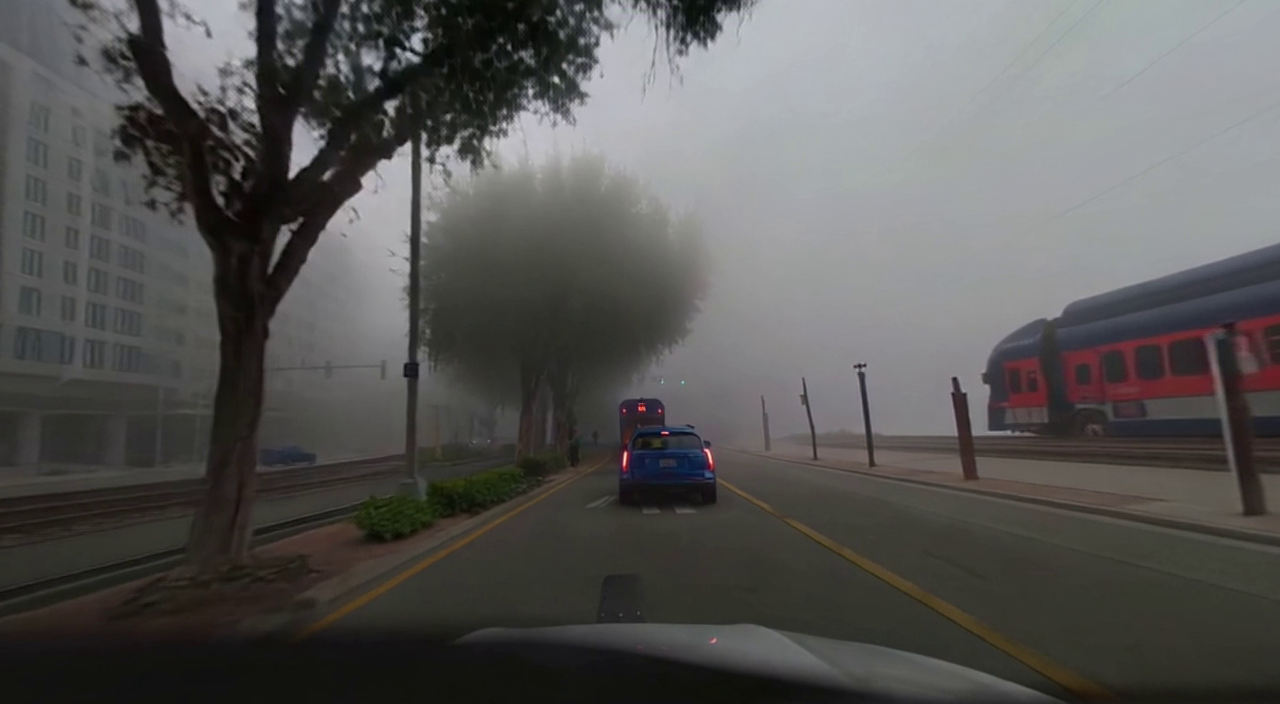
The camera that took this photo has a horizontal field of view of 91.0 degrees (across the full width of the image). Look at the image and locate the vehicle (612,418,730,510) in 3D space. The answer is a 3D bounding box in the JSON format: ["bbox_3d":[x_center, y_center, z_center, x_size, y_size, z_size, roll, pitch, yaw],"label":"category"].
[{"bbox_3d":[0.541,2.387,13.785,2.190,1.684,4.084,0,-9,-1],"label":"vehicle"}]

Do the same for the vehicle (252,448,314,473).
[{"bbox_3d":[-23.423,7.106,41.471,1.900,1.465,4.781,1,-9,-8],"label":"vehicle"}]
